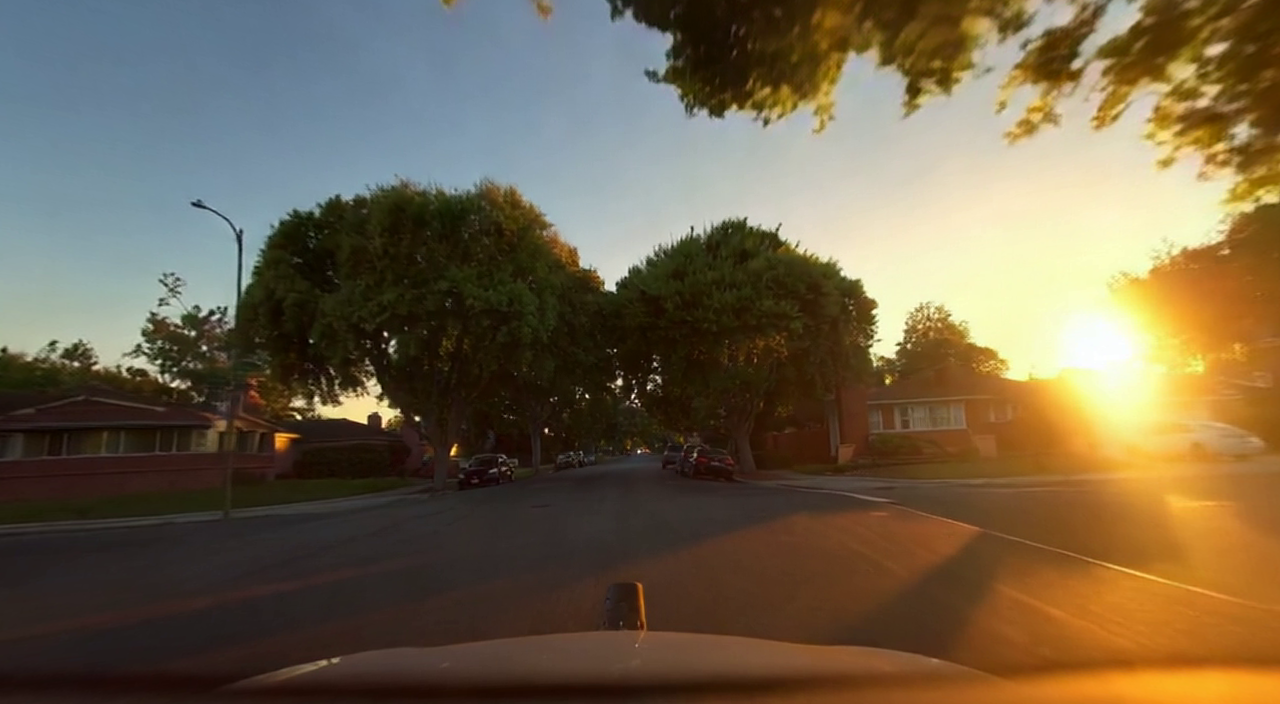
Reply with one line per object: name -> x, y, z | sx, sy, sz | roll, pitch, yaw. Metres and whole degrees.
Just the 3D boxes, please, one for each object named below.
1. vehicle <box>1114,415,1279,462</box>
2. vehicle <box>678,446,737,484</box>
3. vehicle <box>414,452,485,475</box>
vehicle -> 19.371, 3.089, 22.278 | 1.839, 1.466, 4.486 | 0, -9, 0
vehicle -> 2.815, 4.809, 27.290 | 1.881, 1.487, 4.183 | 0, -9, -3
vehicle -> -13.466, 7.878, 44.924 | 4.423, 1.522, 1.961 | 0, -9, -1
